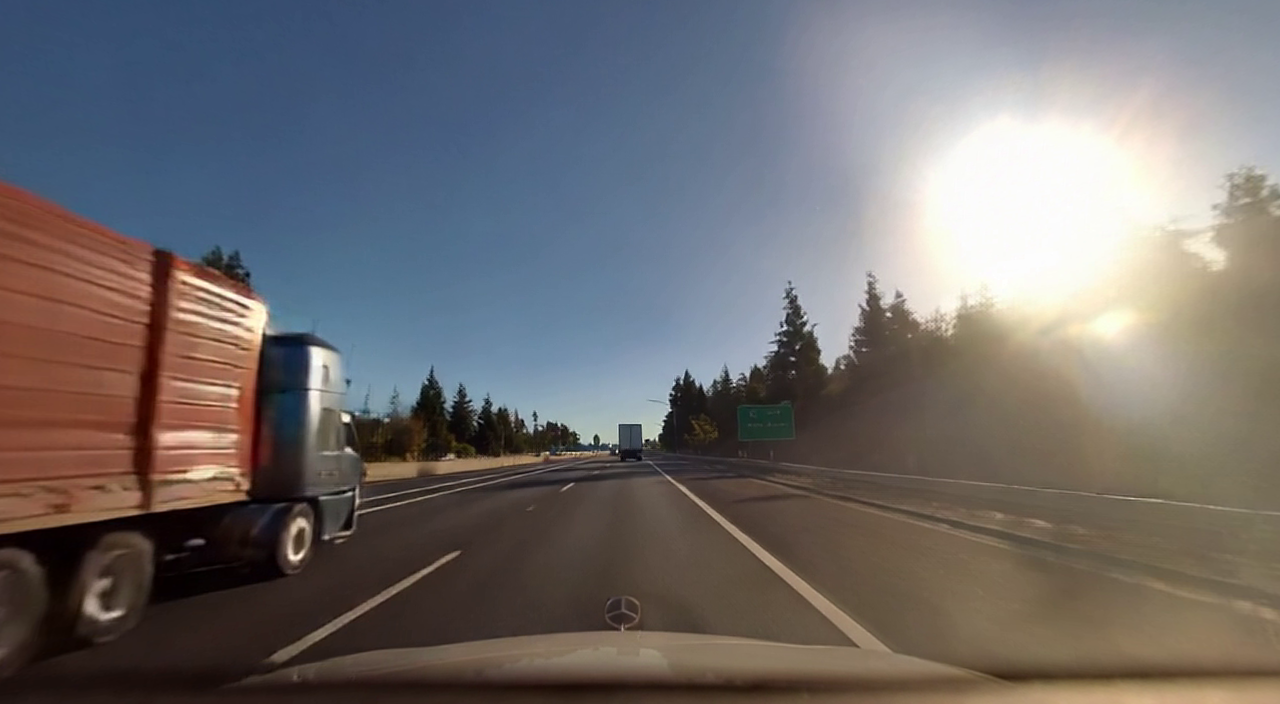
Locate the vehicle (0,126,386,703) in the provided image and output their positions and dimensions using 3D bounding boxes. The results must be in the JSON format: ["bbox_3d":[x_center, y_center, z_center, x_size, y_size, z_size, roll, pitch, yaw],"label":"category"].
[{"bbox_3d":[-4.295,0.539,4.399,2.368,2.813,6.329,0,-9,0],"label":"vehicle"}]

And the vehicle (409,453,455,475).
[{"bbox_3d":[-14.227,7.666,43.408,1.753,1.440,4.034,0,-9,0],"label":"vehicle"}]
